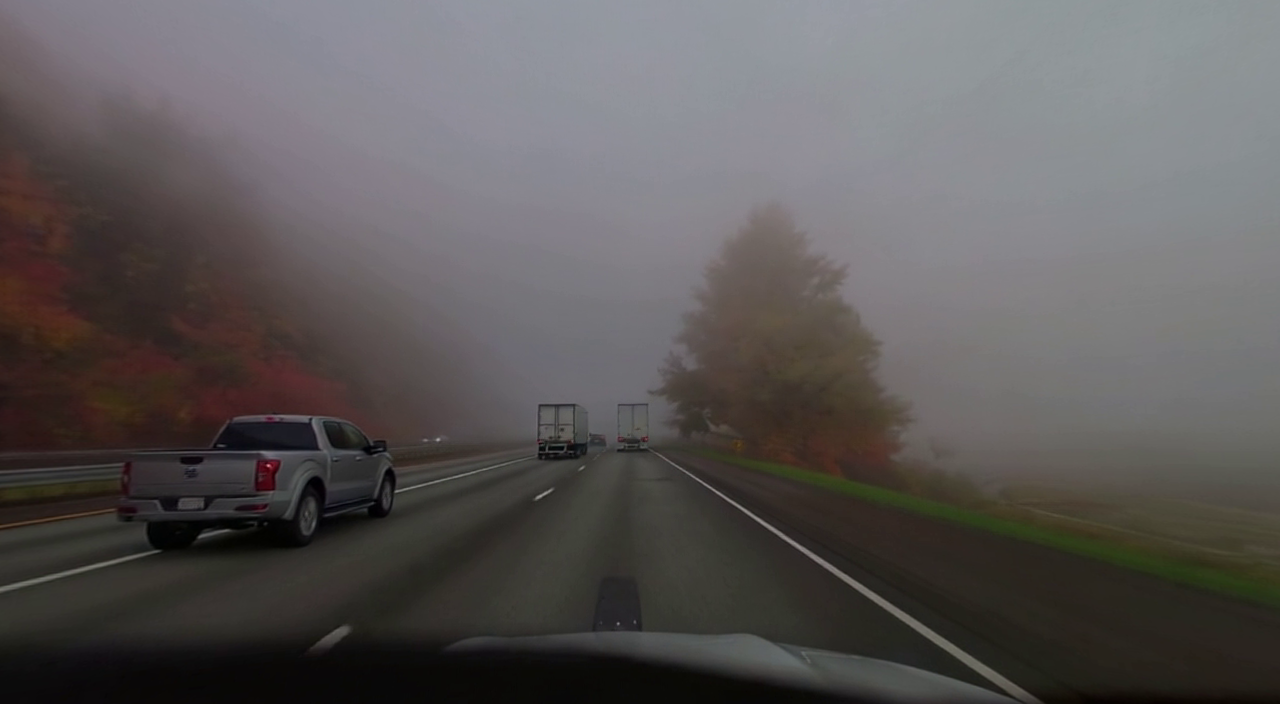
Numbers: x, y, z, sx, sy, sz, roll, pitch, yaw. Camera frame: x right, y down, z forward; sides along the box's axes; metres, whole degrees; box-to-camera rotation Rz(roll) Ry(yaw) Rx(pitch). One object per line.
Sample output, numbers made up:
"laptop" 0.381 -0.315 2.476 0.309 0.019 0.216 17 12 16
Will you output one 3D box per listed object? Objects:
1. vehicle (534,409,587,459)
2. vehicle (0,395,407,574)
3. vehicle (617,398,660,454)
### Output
"vehicle" -4.599 4.861 37.317 2.383 2.726 5.677 0 -8 0
"vehicle" -4.944 1.549 8.216 2.089 1.669 4.515 0 -8 -1
"vehicle" -0.242 5.918 49.738 3.078 3.955 8.774 0 -8 -2
